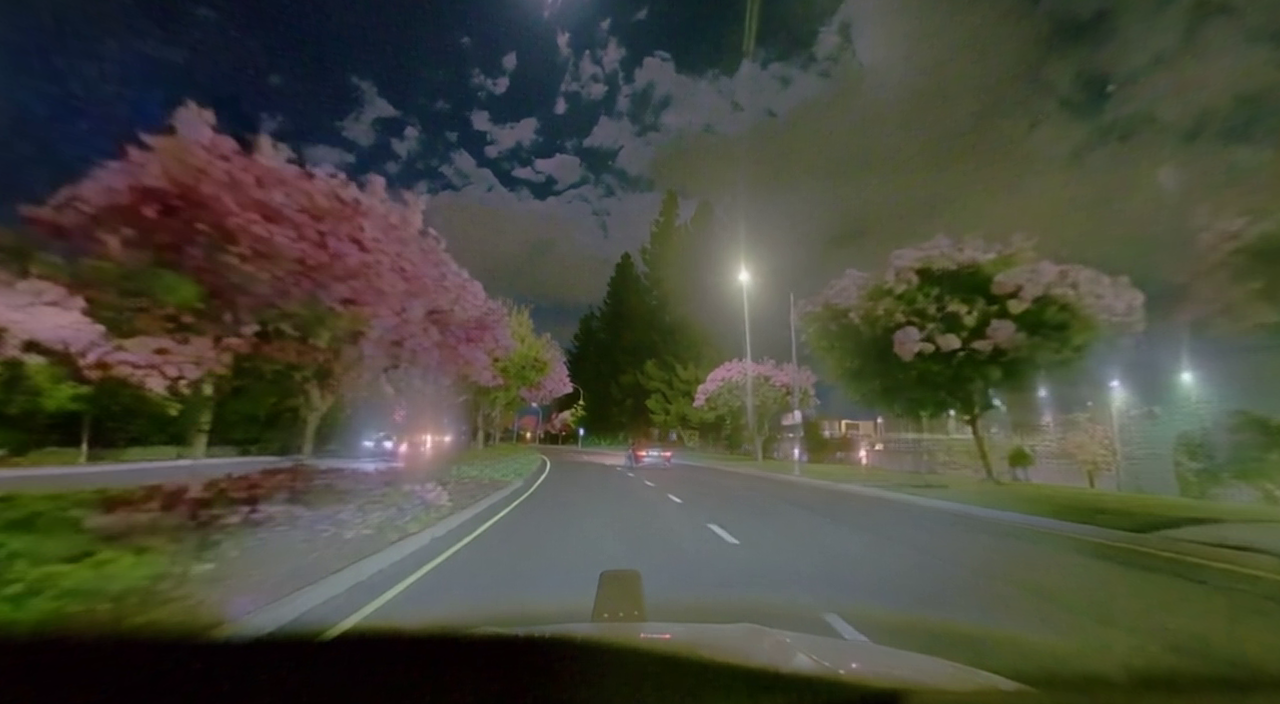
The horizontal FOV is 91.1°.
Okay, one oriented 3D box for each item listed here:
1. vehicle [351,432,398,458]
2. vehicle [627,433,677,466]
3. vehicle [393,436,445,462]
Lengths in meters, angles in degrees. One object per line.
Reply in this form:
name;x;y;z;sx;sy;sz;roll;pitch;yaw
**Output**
vehicle;-18.268;6.426;43.372;1.915;1.696;4.461;1;-9;-9
vehicle;0.657;5.844;37.740;2.166;1.828;4.607;2;-9;-9
vehicle;-13.339;5.906;38.164;2.067;1.468;4.665;1;-9;-8
